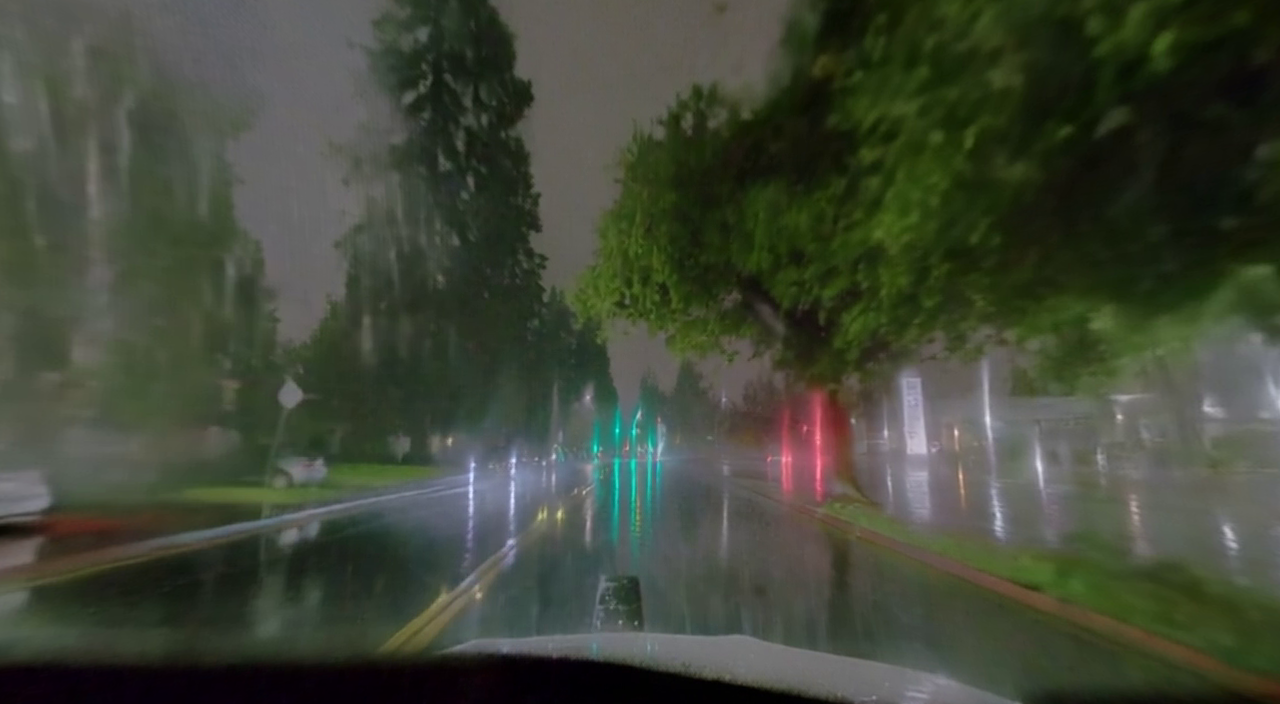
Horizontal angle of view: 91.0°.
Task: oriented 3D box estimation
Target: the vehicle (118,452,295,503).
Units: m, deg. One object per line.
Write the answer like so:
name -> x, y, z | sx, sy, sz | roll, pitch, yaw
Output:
vehicle -> -13.644, 3.950, 20.024 | 4.116, 1.393, 2.016 | 2, -9, 2

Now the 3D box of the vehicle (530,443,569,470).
vehicle -> -6.620, 7.701, 46.574 | 2.020, 1.842, 5.116 | 1, -8, 0

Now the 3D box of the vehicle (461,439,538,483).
vehicle -> -6.566, 5.149, 30.226 | 2.350, 1.892, 5.542 | 1, -8, 0

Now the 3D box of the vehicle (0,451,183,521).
vehicle -> -14.000, 3.135, 15.002 | 4.617, 1.488, 1.988 | 0, -8, 1

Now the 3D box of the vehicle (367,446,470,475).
vehicle -> -14.072, 6.915, 40.251 | 5.742, 1.668, 2.296 | 1, -8, -2
